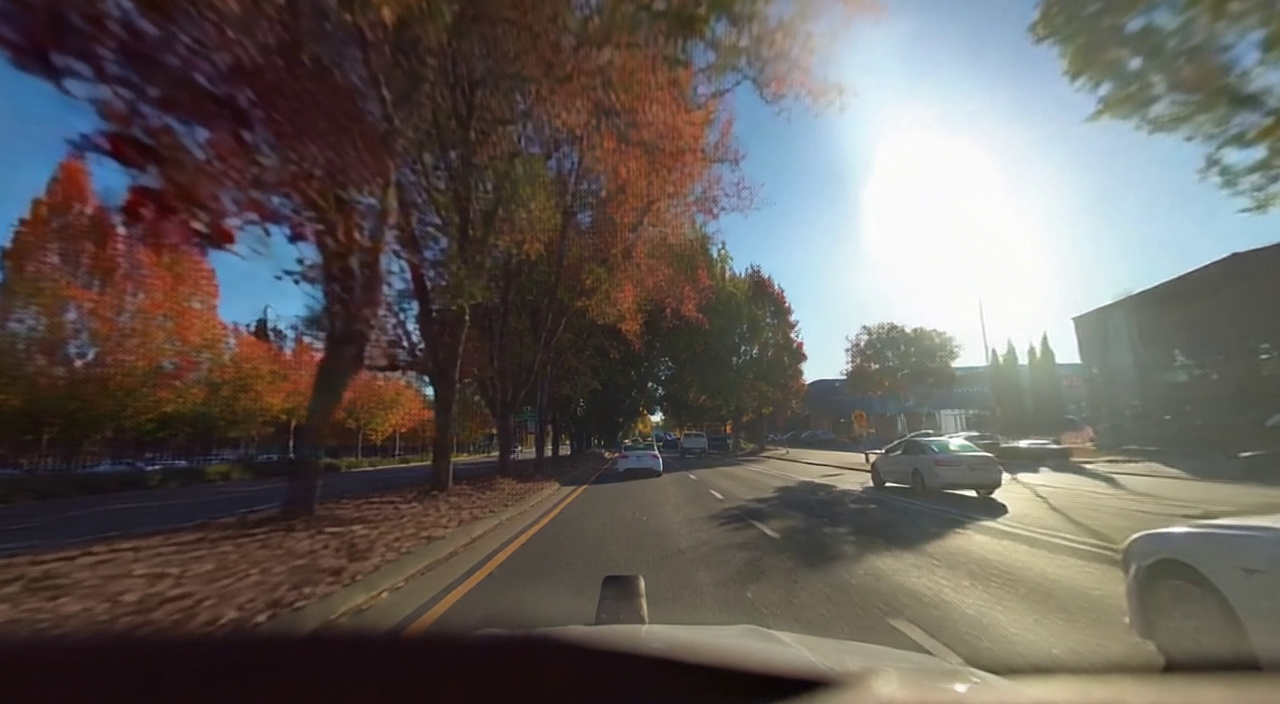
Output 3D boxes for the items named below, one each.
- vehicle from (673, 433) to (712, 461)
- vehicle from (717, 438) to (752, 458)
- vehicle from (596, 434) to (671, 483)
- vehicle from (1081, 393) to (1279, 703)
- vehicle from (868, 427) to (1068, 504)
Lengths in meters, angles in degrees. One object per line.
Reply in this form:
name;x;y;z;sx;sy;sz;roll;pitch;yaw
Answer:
vehicle;3.478;6.420;42.707;2.188;1.760;4.297;0;-8;-1
vehicle;7.398;7.555;49.866;2.061;1.460;3.948;0;-8;-1
vehicle;-0.228;3.602;21.663;2.289;1.471;4.477;0;-8;-1
vehicle;3.681;0.752;1.488;2.094;1.480;4.323;0;-8;-1
vehicle;7.341;2.594;14.861;2.111;1.493;4.639;0;-8;-1
